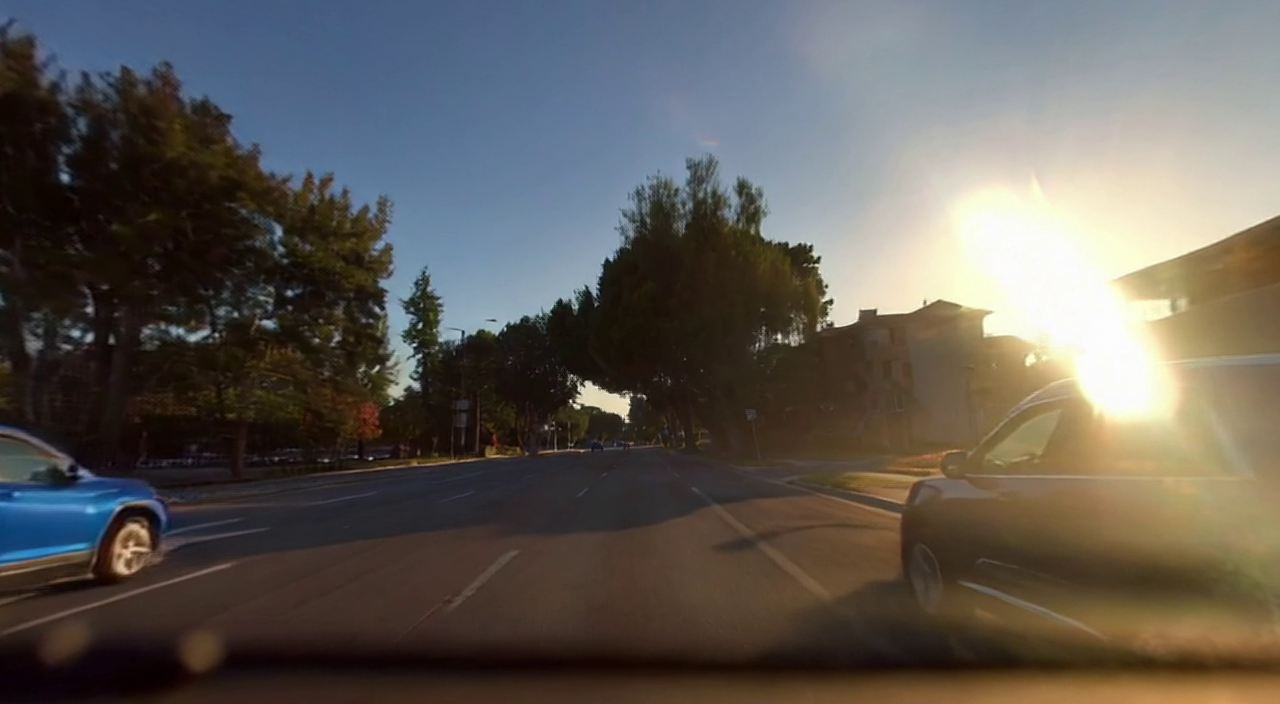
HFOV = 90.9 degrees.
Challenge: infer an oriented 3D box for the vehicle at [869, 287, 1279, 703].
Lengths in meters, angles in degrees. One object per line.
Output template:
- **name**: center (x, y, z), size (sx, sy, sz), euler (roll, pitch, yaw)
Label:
- **vehicle**: center (2.912, 0.831, 2.740), size (2.047, 1.768, 4.607), euler (0, -9, 0)

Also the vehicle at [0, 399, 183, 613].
- **vehicle**: center (-6.139, 1.165, 4.561), size (2.069, 1.690, 4.837), euler (0, -9, -1)
